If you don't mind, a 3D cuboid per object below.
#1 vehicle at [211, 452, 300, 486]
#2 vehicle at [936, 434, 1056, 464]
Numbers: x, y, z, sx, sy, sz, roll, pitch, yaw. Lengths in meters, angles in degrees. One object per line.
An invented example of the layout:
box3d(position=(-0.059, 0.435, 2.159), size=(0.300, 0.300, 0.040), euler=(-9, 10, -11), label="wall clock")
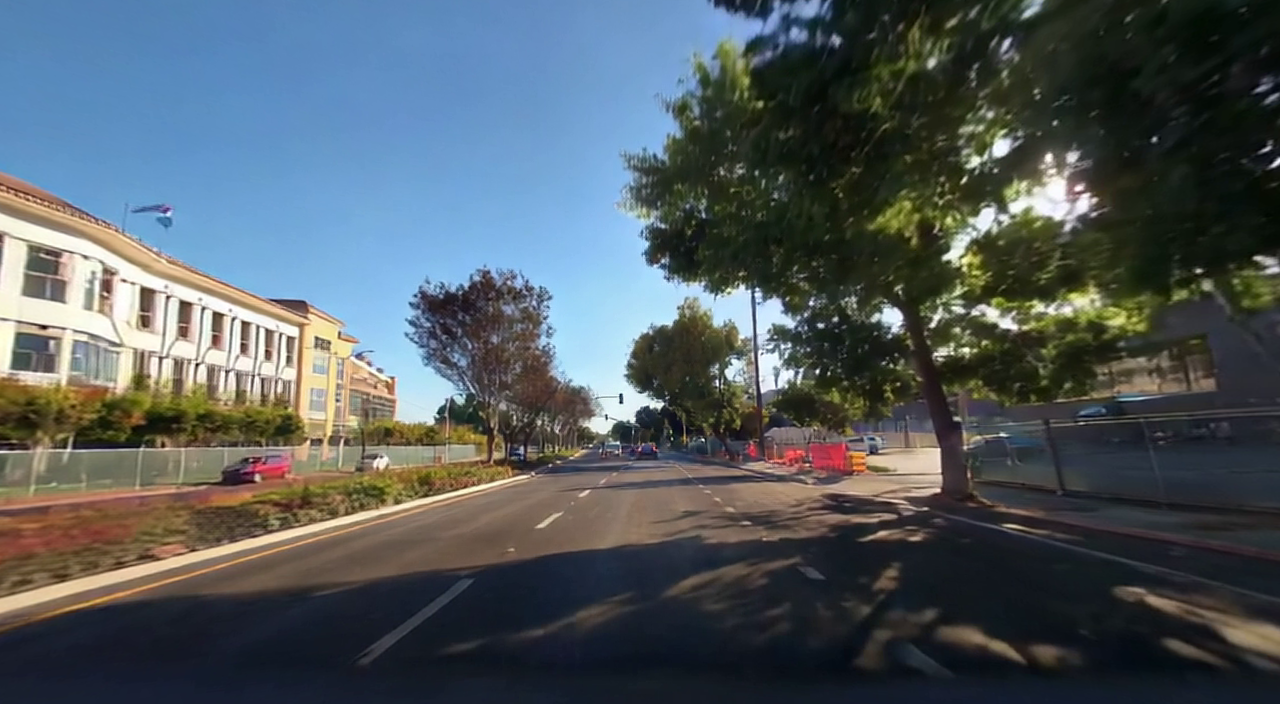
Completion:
box3d(position=(-22.559, 6.851, 37.259), size=(2.067, 1.743, 5.056), euler=(0, -8, -1), label="vehicle")
box3d(position=(17.967, 4.931, 32.011), size=(4.813, 1.464, 2.073), euler=(0, -9, -1), label="vehicle")
